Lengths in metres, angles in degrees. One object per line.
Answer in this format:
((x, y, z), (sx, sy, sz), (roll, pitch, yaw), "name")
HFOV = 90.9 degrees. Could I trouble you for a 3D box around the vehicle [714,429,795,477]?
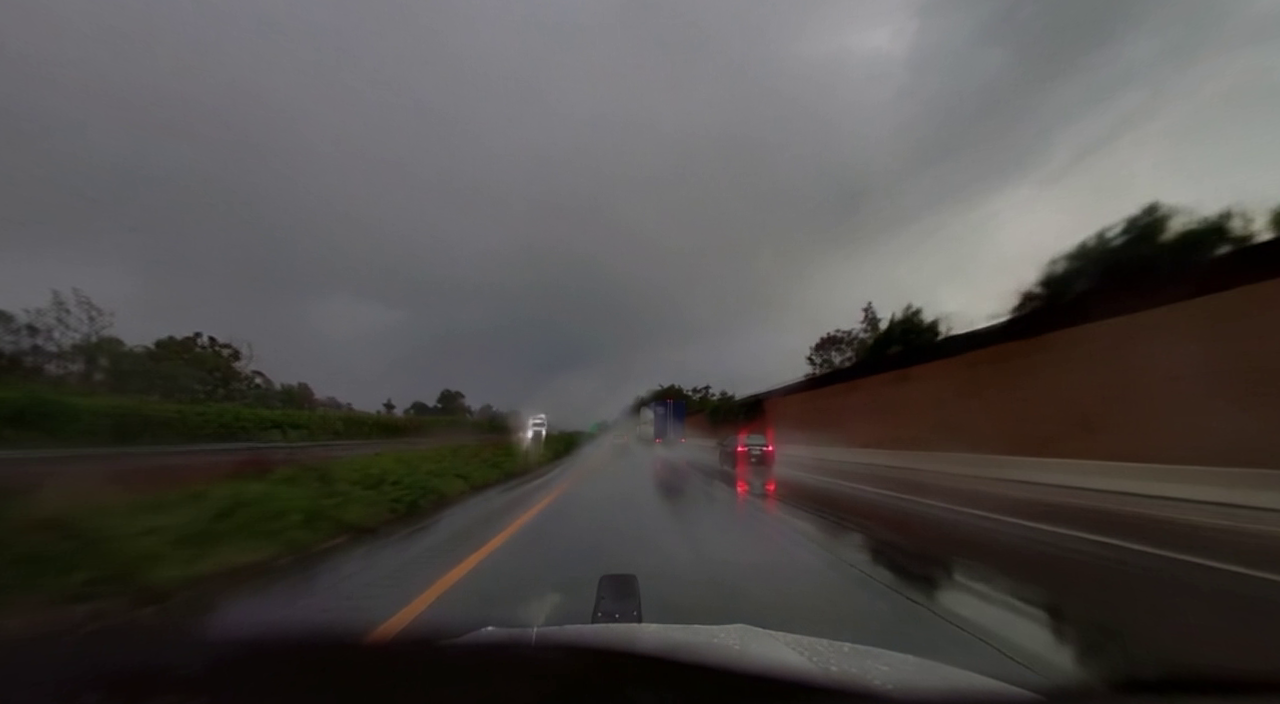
((3.779, 3.393, 21.588), (1.813, 1.454, 4.197), (0, -7, -3), "vehicle")
